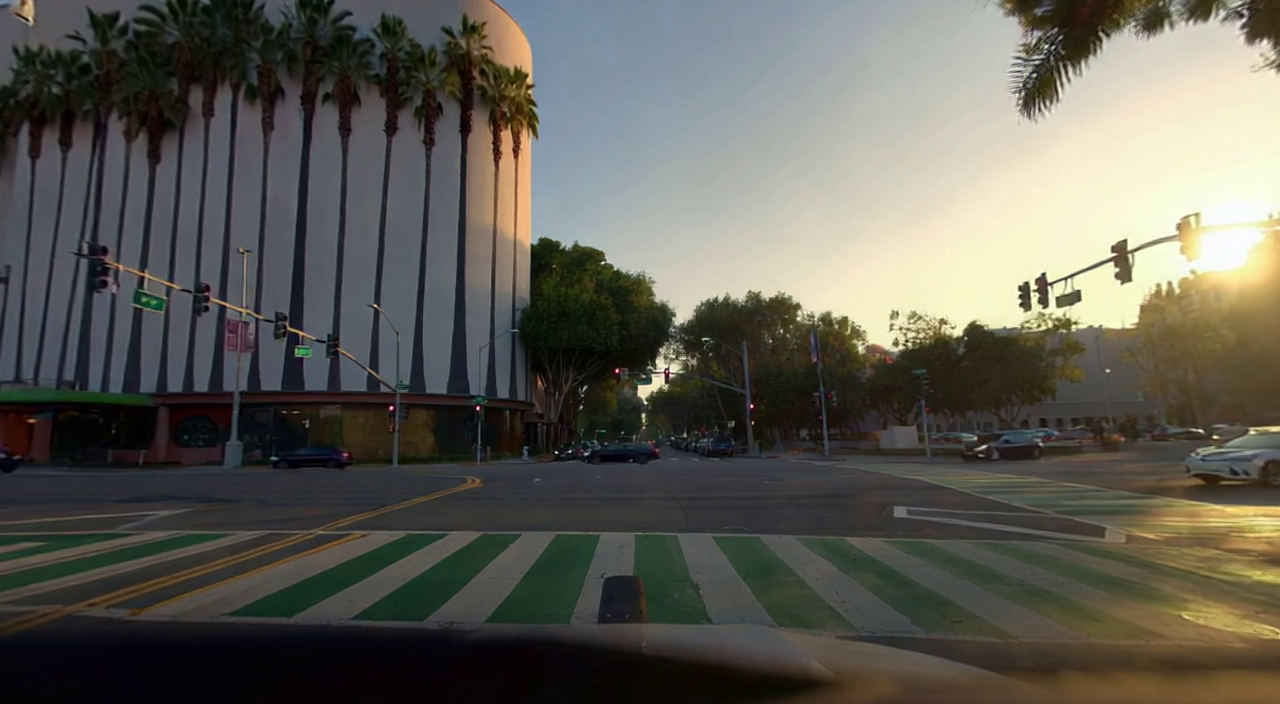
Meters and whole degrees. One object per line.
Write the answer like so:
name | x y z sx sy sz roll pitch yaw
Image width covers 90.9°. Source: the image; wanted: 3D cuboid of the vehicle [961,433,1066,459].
vehicle | 21.614 5.450 36.606 4.893 1.458 1.791 0 -8 0

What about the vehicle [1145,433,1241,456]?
vehicle | 36.121 6.025 41.239 4.606 1.449 1.687 0 -8 2

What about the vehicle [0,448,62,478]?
vehicle | -37.572 6.544 37.335 4.648 1.665 1.910 0 -8 0

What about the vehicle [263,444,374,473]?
vehicle | -16.938 5.619 33.306 4.875 1.461 1.777 0 -8 2

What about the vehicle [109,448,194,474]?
vehicle | -33.101 7.397 42.765 4.136 1.661 1.857 0 -8 1

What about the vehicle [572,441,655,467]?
vehicle | -1.489 5.988 37.173 4.784 1.465 1.798 0 -8 1
